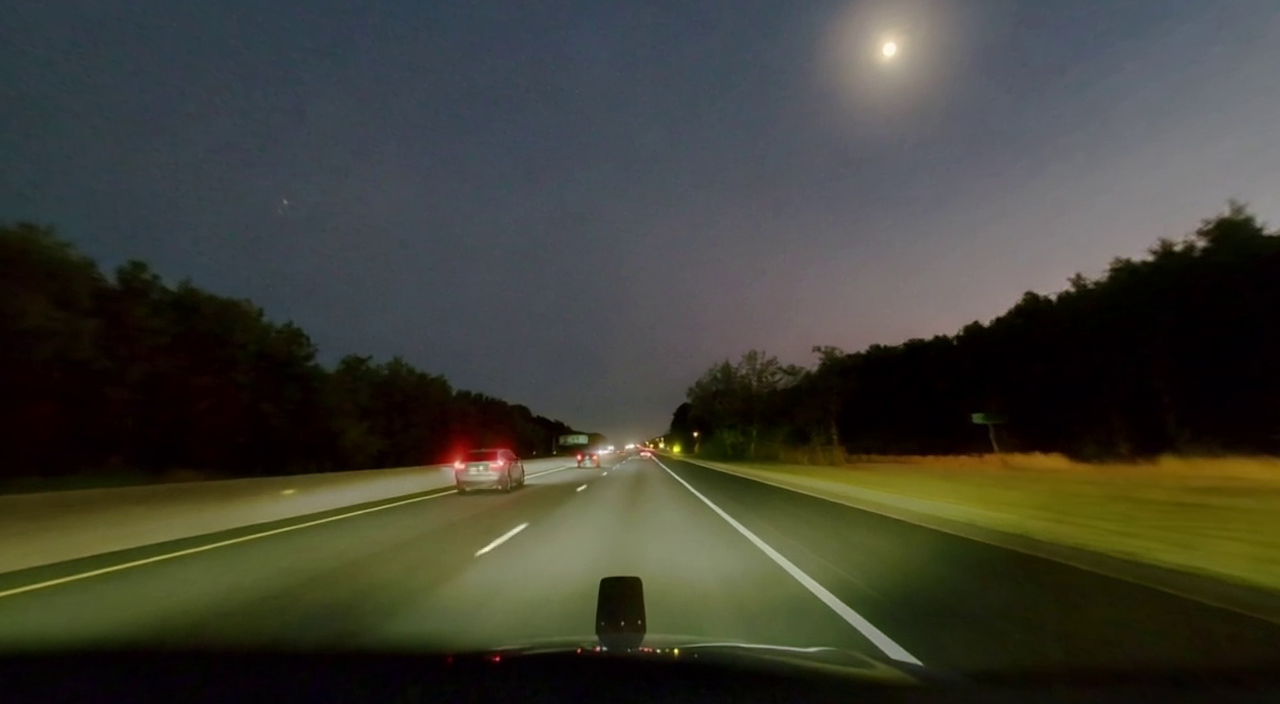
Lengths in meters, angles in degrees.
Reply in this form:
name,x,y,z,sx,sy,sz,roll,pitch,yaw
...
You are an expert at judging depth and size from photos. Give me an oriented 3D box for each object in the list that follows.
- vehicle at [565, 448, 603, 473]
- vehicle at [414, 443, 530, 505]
name,x,y,z,sx,sy,sz,roll,pitch,yaw
vehicle,-3.481,6.856,40.110,2.005,1.474,3.921,0,-9,1
vehicle,-4.539,3.370,17.864,1.975,1.501,4.603,0,-9,0
